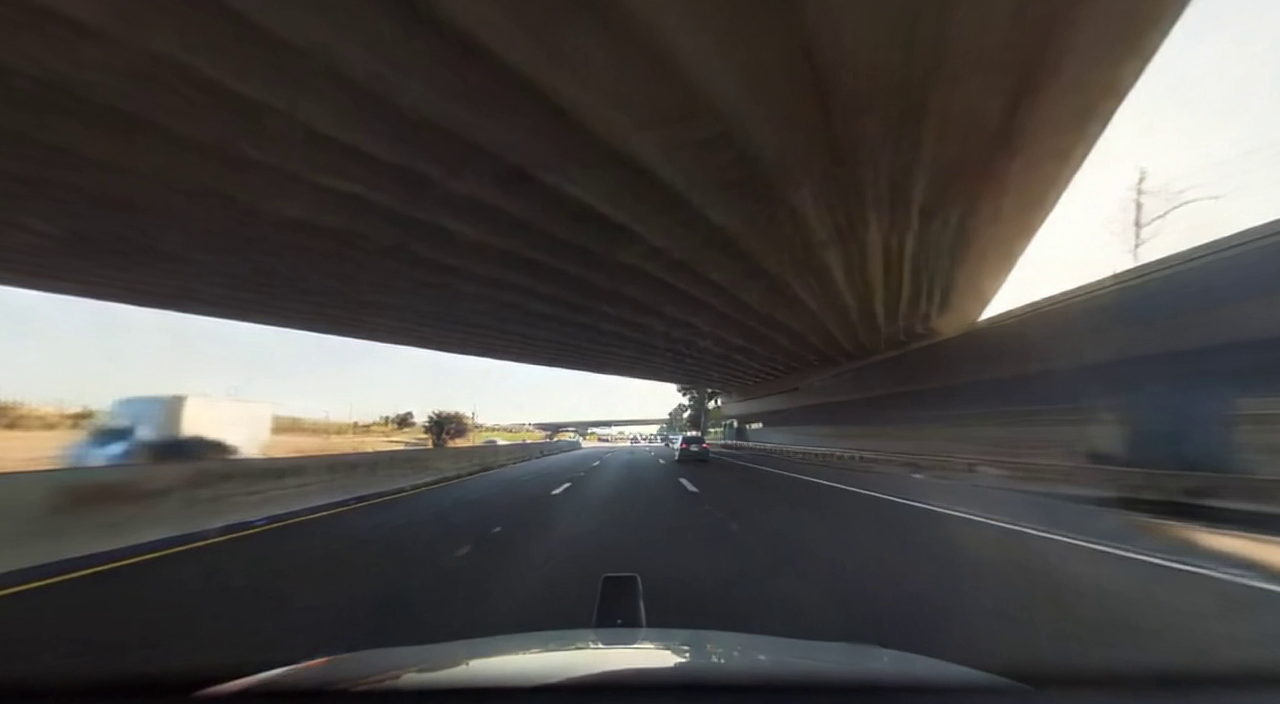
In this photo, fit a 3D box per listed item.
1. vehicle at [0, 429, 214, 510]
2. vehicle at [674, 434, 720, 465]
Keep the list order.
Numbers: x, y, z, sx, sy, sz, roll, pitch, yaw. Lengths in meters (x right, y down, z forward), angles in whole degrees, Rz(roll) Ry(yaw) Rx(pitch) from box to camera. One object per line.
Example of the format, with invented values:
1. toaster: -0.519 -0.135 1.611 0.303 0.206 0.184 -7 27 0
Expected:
1. vehicle: -12.292 2.578 14.421 1.949 1.556 4.350 0 -8 0
2. vehicle: 2.815 4.918 31.940 1.946 1.481 3.969 0 -8 -1
